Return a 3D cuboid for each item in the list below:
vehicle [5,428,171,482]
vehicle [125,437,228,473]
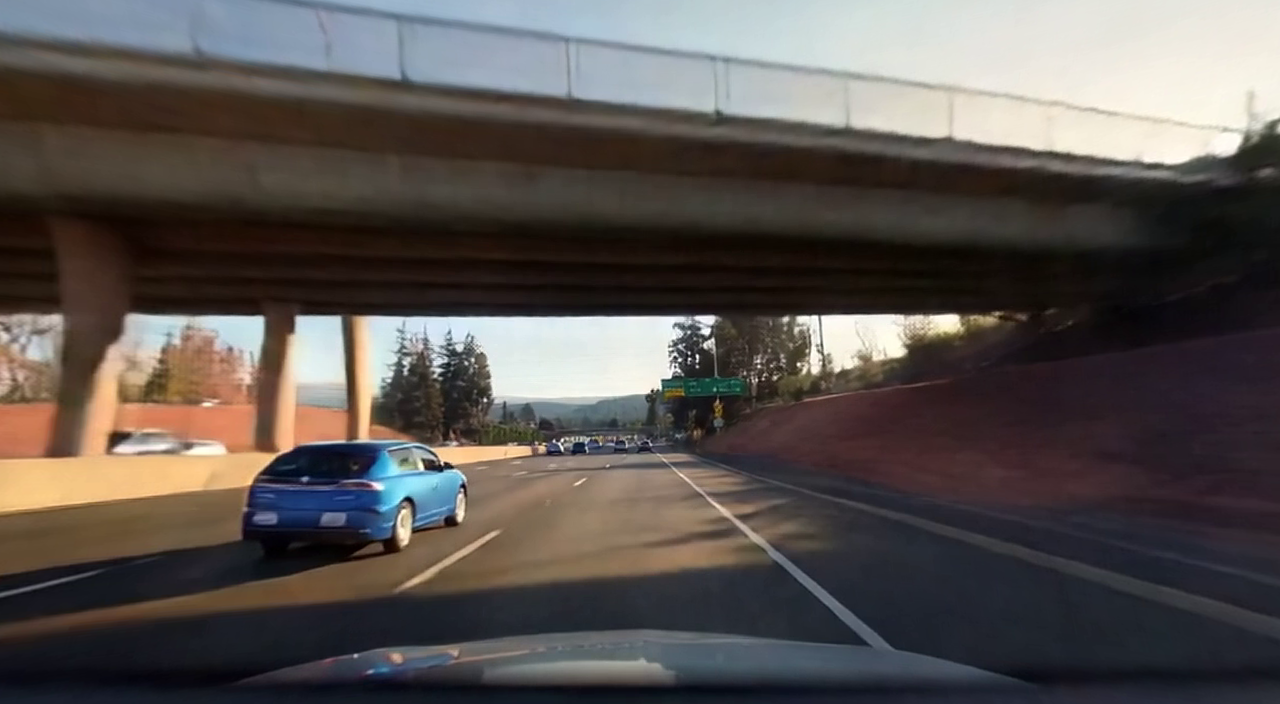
[{"bbox_3d":[-16.294,3.063,18.882,1.716,1.450,3.496,0,-8,2],"label":"vehicle"},{"bbox_3d":[-20.680,4.602,28.336,1.727,1.517,3.665,0,-8,2],"label":"vehicle"}]
